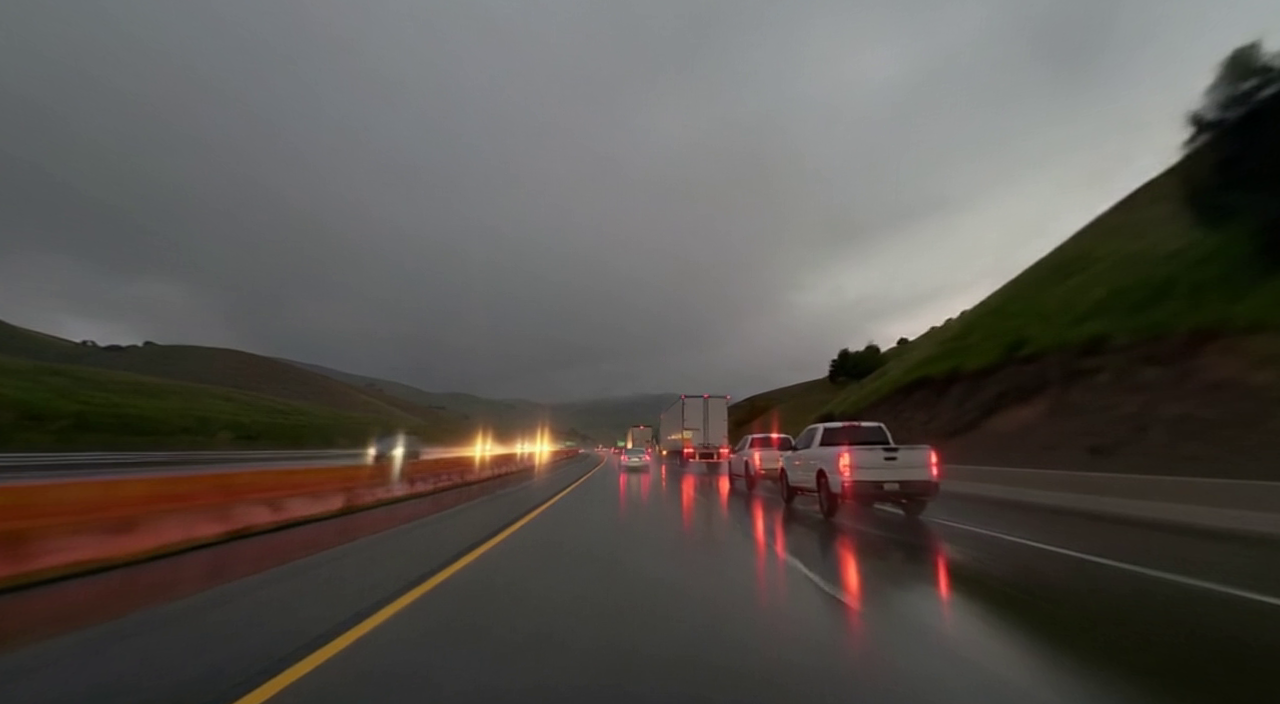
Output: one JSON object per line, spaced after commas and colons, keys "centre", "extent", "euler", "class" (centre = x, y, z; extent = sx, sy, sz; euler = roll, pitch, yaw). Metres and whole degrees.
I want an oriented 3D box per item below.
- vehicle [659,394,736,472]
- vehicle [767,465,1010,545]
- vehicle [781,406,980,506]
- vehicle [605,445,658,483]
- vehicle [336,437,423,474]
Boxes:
{"centre": [3.235, 5.381, 40.528], "extent": [2.911, 4.099, 14.578], "euler": [0, -9, -3], "class": "vehicle"}
{"centre": [3.974, 2.588, 11.402], "extent": [2.129, 0.956, 5.390], "euler": [0, -9, -1], "class": "vehicle"}
{"centre": [4.031, 1.867, 11.479], "extent": [1.873, 1.465, 4.264], "euler": [0, -9, -1], "class": "vehicle"}
{"centre": [-0.361, 4.544, 25.896], "extent": [2.029, 1.437, 3.794], "euler": [0, -9, -1], "class": "vehicle"}
{"centre": [-11.590, 4.642, 28.434], "extent": [2.021, 1.499, 4.455], "euler": [0, -9, -1], "class": "vehicle"}
